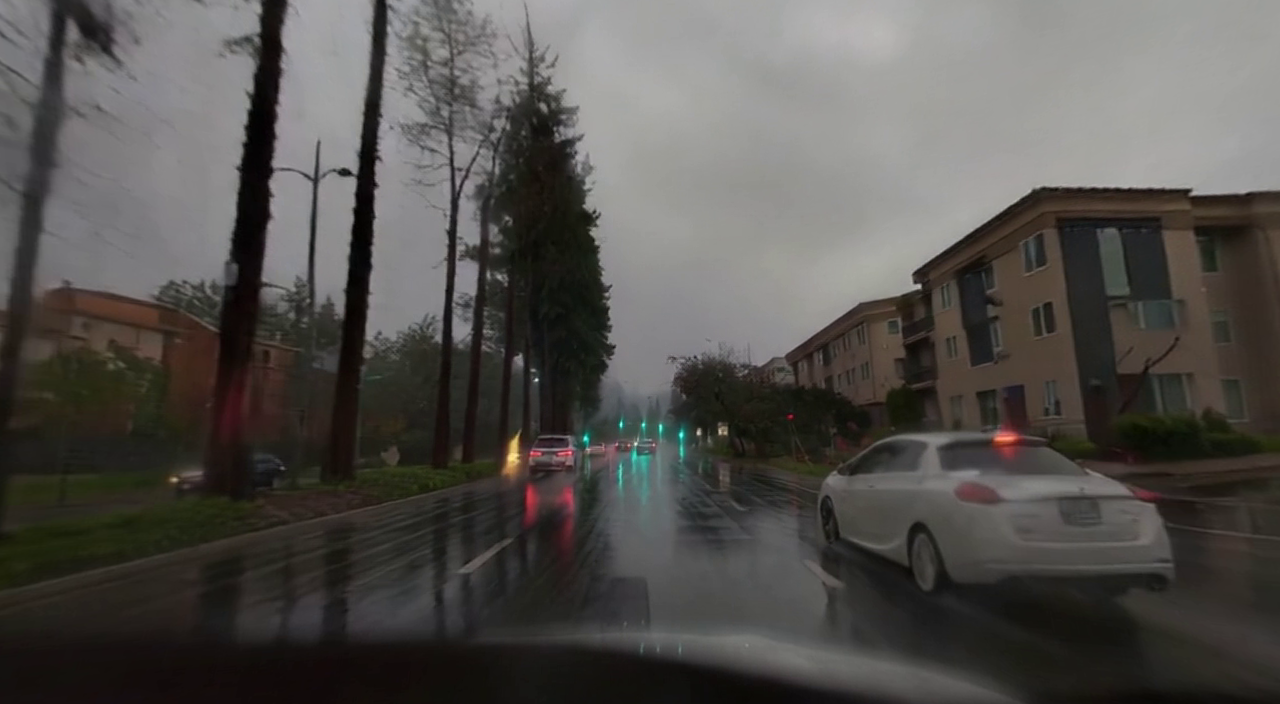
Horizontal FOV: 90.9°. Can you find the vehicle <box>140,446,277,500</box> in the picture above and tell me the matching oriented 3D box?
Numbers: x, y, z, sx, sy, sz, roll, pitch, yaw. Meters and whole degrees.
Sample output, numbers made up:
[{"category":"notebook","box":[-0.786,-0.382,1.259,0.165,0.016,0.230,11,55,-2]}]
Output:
[{"category":"vehicle","box":[-17.789,4.961,26.376,2.194,1.973,4.870,0,-8,0]}]

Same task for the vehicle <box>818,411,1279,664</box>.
[{"category":"vehicle","box":[3.307,1.450,6.068,1.945,1.530,4.320,0,-8,0]}]

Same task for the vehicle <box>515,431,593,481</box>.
[{"category":"vehicle","box":[-3.347,4.182,25.596,2.216,1.828,4.886,-1,-8,3]}]
